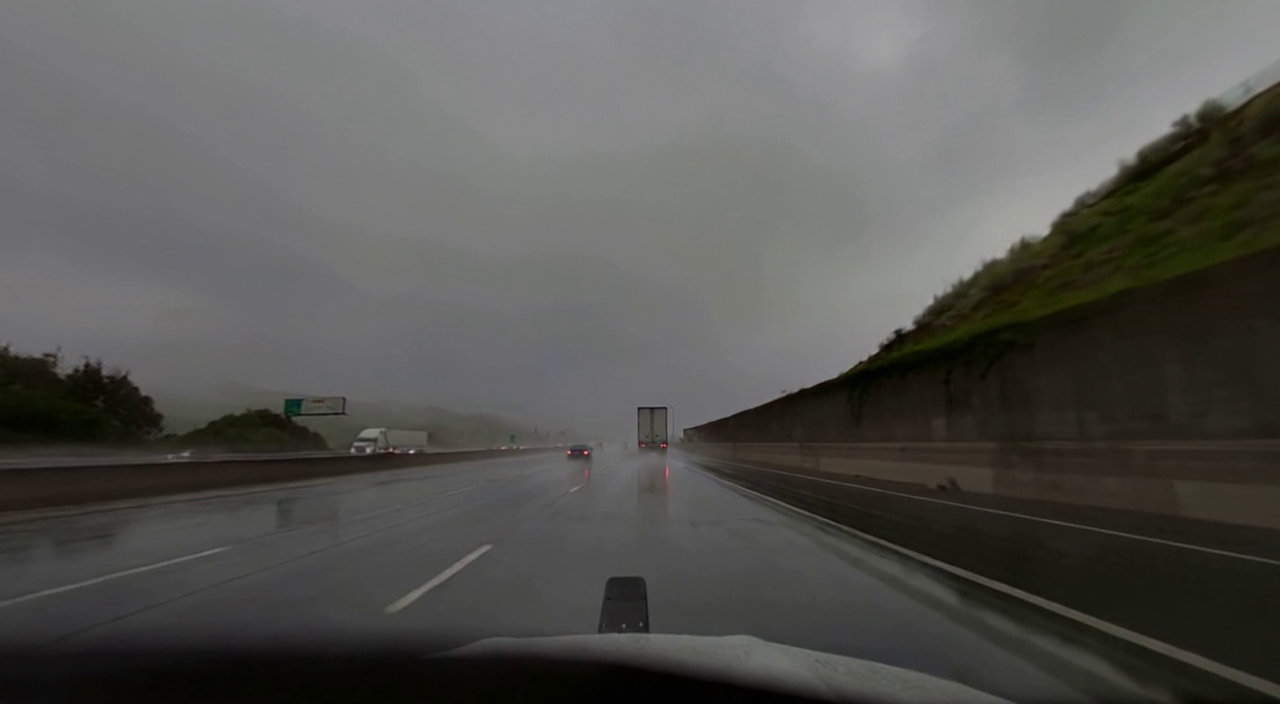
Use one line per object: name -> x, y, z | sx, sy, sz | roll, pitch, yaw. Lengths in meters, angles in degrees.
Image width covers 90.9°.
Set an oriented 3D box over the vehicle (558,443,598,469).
vehicle -> -3.725, 6.323, 38.419 | 1.983, 1.508, 4.060 | 0, -9, 1
